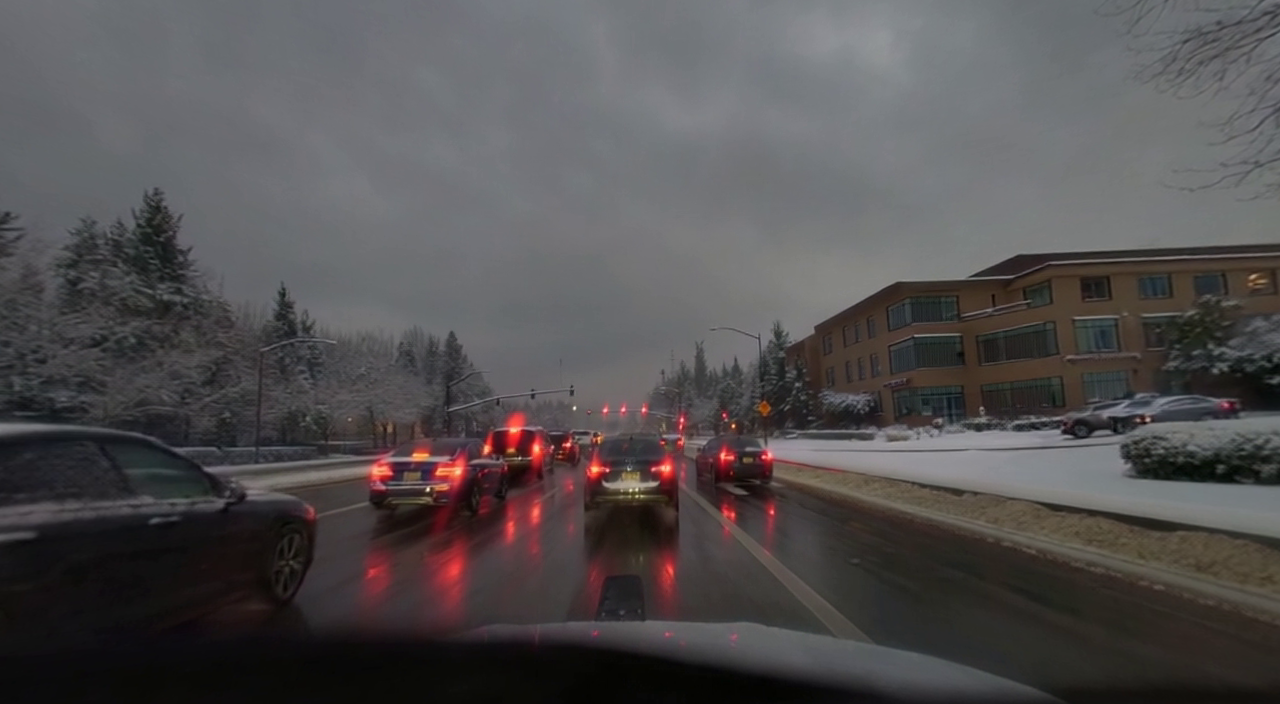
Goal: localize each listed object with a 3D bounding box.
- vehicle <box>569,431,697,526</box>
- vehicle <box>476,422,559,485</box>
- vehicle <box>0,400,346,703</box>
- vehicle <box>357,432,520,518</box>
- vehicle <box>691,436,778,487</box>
[{"bbox_3d":[-0.158,2.290,12.027,2.007,1.467,4.059,0,-8,-1],"label":"vehicle"},{"bbox_3d":[-3.997,3.401,21.451,2.054,1.881,4.469,0,-8,-2],"label":"vehicle"},{"bbox_3d":[-3.714,1.075,3.541,2.052,1.475,4.341,0,-8,0],"label":"vehicle"},{"bbox_3d":[-3.865,2.429,13.005,1.985,1.467,4.224,0,-8,0],"label":"vehicle"},{"bbox_3d":[2.909,3.499,20.512,1.978,1.452,4.381,1,-8,-3],"label":"vehicle"}]
